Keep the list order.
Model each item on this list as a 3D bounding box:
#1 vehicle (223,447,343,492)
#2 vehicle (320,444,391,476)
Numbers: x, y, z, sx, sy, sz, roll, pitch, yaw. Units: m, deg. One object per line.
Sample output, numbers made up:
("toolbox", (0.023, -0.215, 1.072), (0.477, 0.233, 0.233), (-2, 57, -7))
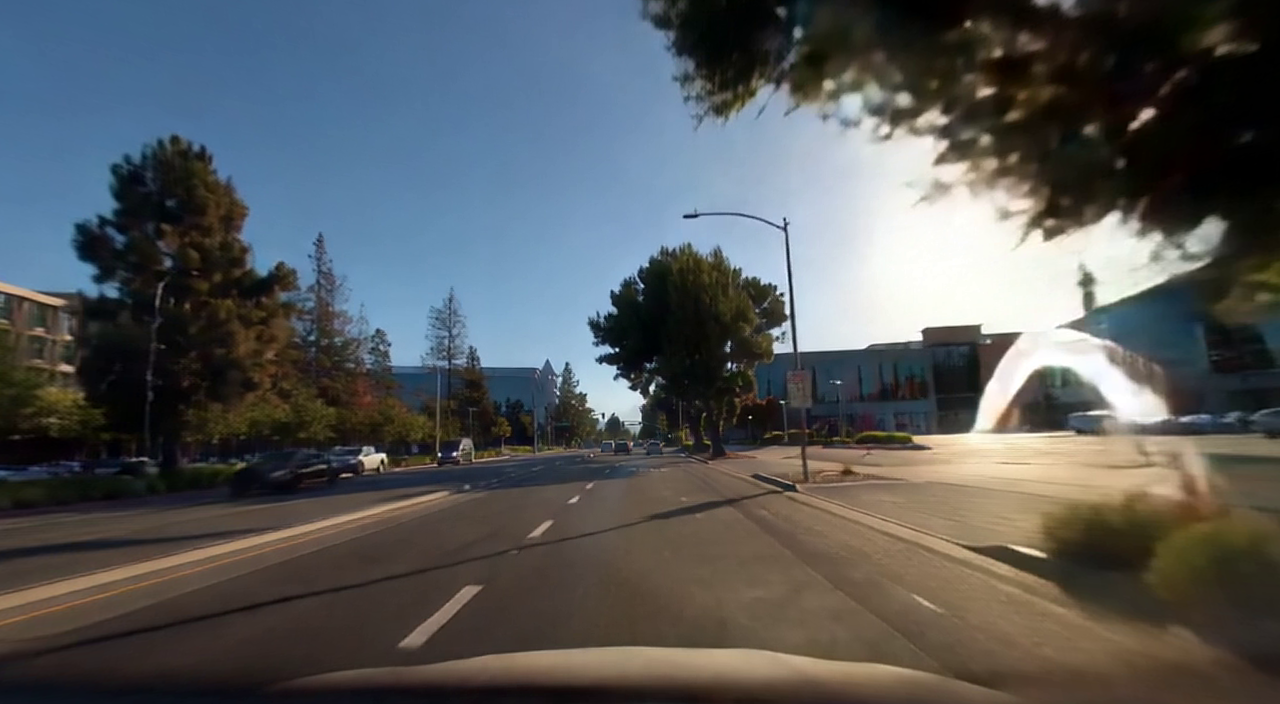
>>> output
("vehicle", (-13.720, 4.488, 24.476), (1.939, 1.548, 4.490), (0, -8, 1))
("vehicle", (-17.223, 6.538, 38.343), (2.112, 1.754, 4.740), (0, -8, 0))
